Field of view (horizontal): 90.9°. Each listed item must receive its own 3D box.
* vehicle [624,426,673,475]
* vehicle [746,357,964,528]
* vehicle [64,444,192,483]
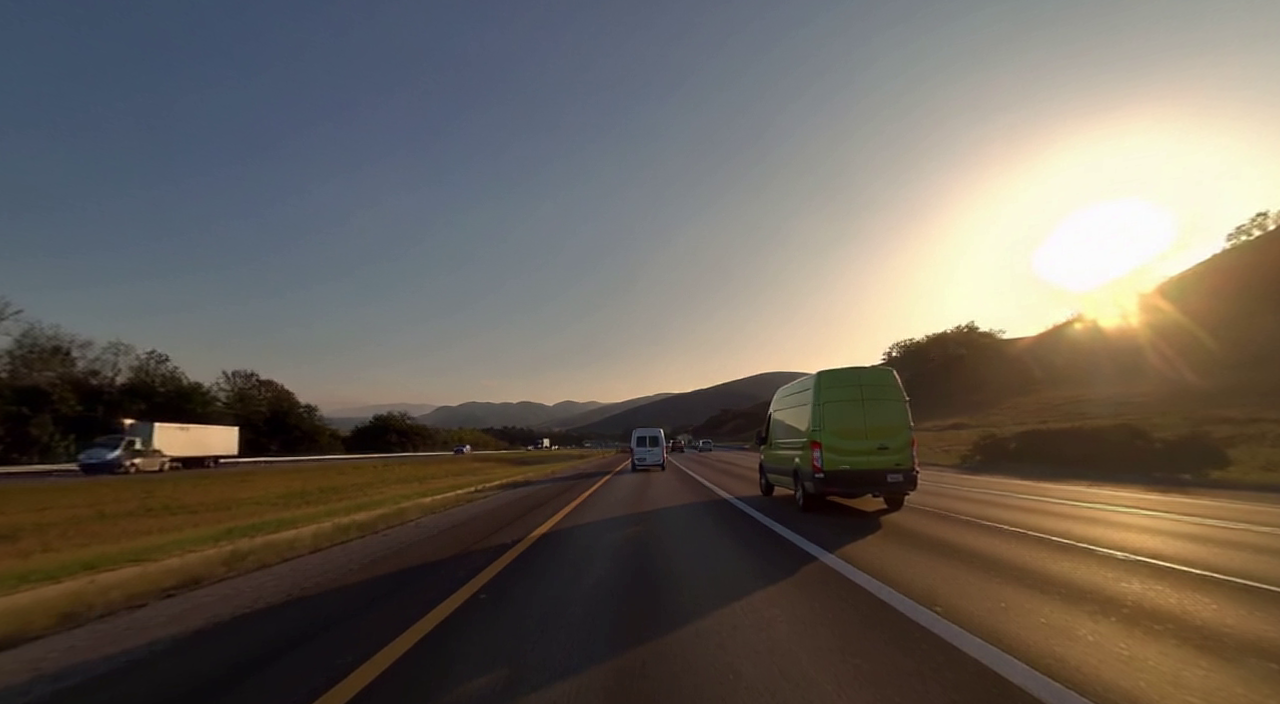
[{"bbox_3d":[0.388,4.640,29.910,2.131,2.122,4.473,0,-8,0],"label":"vehicle"},{"bbox_3d":[3.868,1.851,12.994,2.302,2.670,6.176,0,-8,0],"label":"vehicle"},{"bbox_3d":[-24.583,5.337,30.577,2.041,1.704,4.905,0,-8,1],"label":"vehicle"}]
